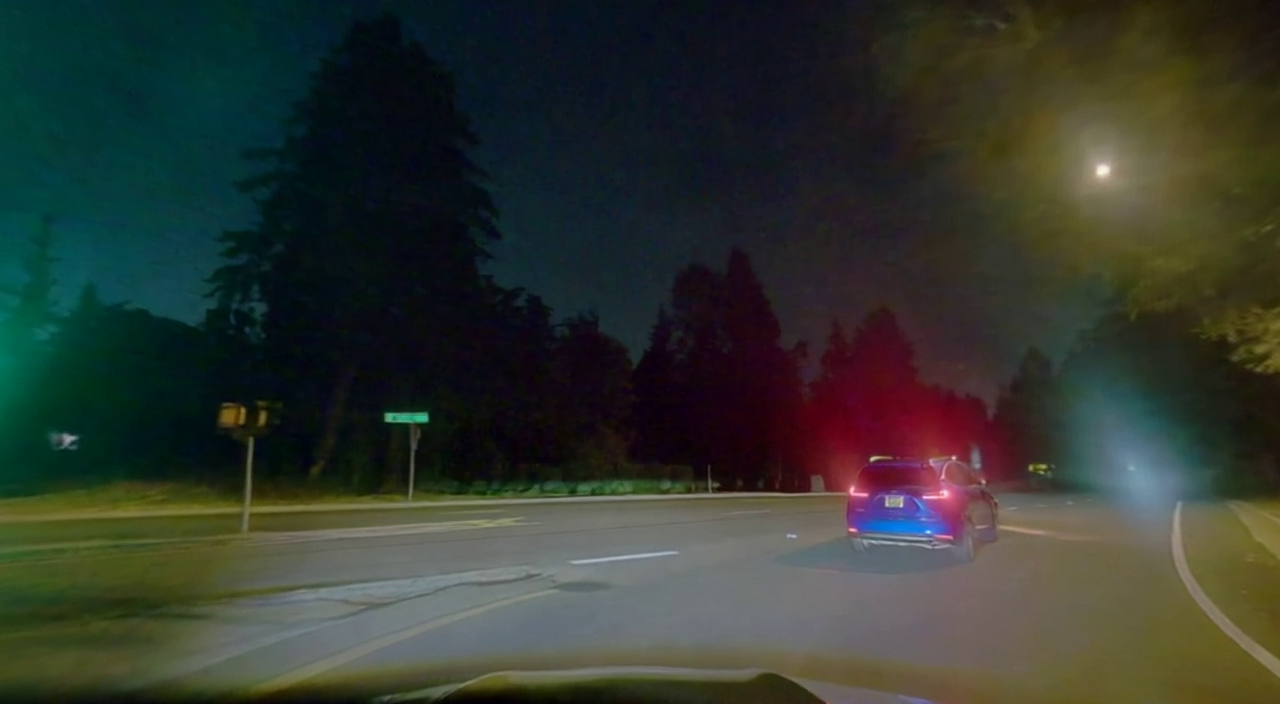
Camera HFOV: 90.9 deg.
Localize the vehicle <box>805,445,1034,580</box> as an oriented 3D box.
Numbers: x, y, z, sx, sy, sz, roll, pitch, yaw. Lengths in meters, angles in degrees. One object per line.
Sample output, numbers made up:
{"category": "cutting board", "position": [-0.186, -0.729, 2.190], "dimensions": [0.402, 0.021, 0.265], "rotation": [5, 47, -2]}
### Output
{"category": "vehicle", "position": [4.394, 2.183, 9.567], "dimensions": [2.148, 1.521, 4.089], "rotation": [-6, -10, 38]}
